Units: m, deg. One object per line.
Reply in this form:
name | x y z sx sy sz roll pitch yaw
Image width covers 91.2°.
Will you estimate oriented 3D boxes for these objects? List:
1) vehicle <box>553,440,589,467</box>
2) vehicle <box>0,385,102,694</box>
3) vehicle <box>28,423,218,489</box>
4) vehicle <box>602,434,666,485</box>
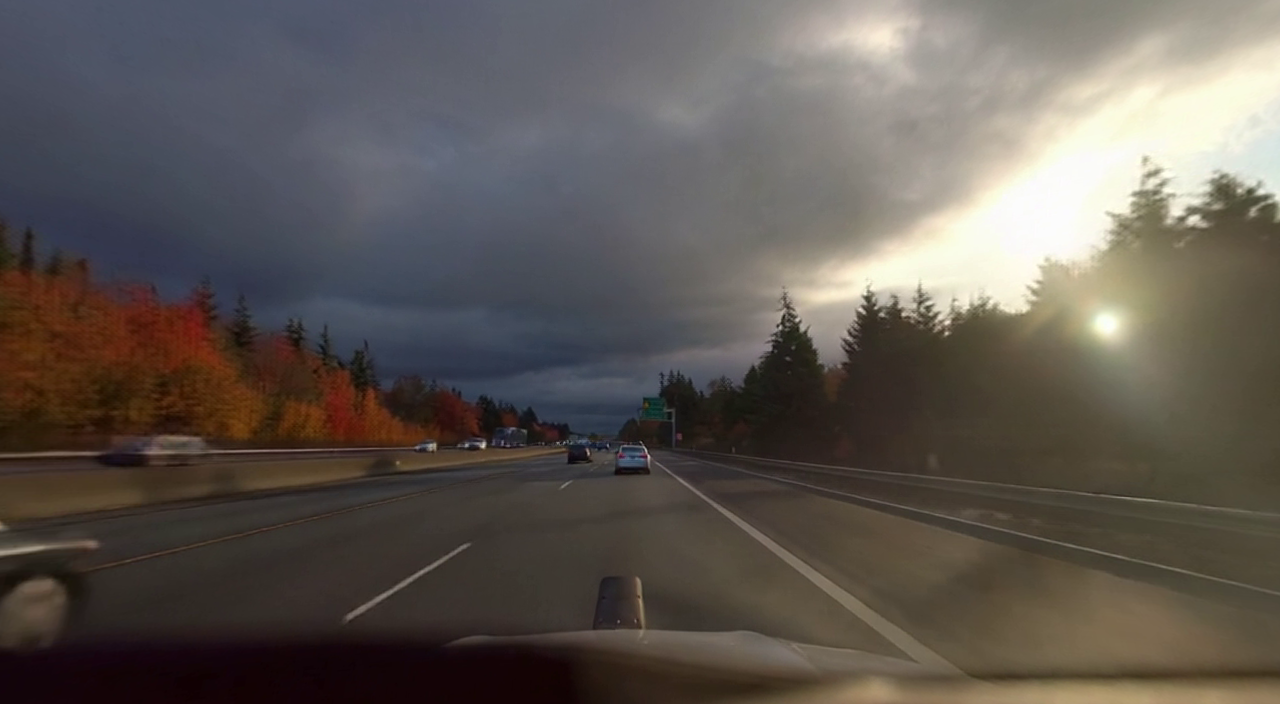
vehicle | -4.737 7.058 43.639 1.974 1.688 4.727 0 -9 -1
vehicle | -4.332 0.708 1.459 1.931 1.603 4.739 -1 -9 0
vehicle | -13.565 2.773 16.846 1.800 1.517 4.110 0 -9 -5
vehicle | -0.227 3.888 22.845 2.115 1.661 4.049 0 -9 -1
